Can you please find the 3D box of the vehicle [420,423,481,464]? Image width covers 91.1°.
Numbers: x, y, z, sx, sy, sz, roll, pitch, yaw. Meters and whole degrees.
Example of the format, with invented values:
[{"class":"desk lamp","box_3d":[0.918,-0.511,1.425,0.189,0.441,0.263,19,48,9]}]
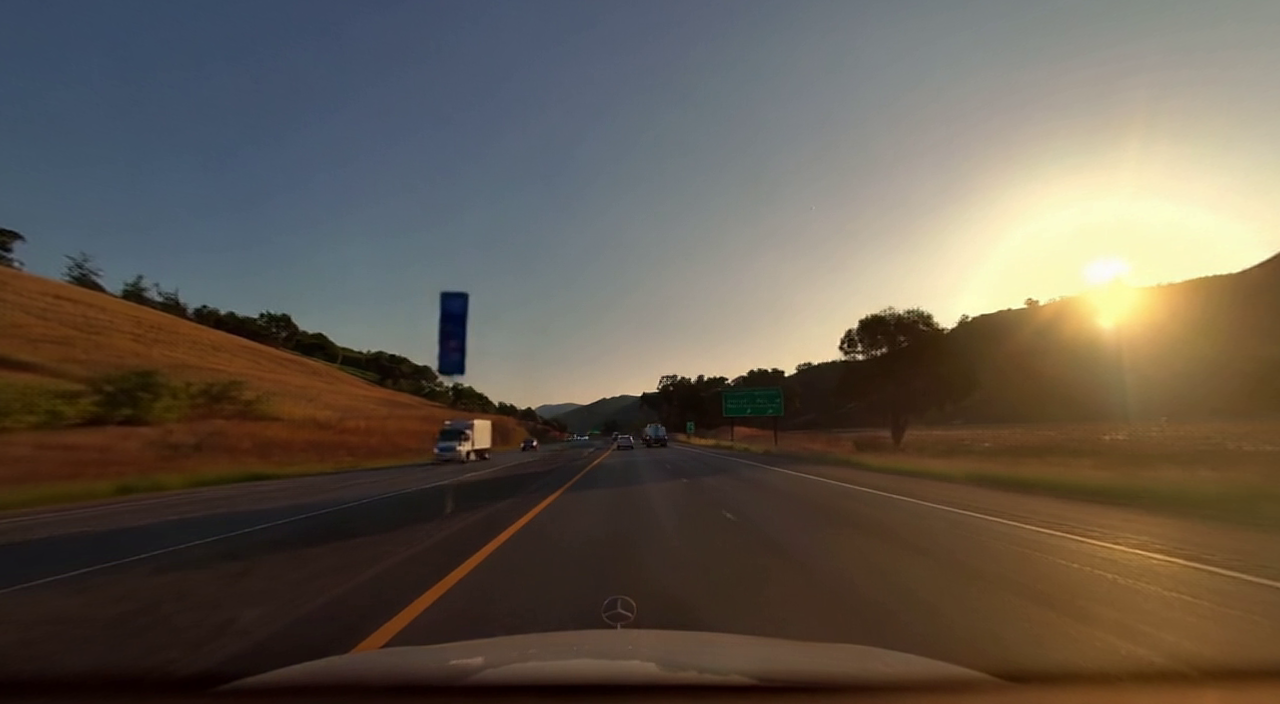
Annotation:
[{"class":"vehicle","box_3d":[-12.948,6.262,43.411,2.337,2.633,5.925,0,-8,0]}]
